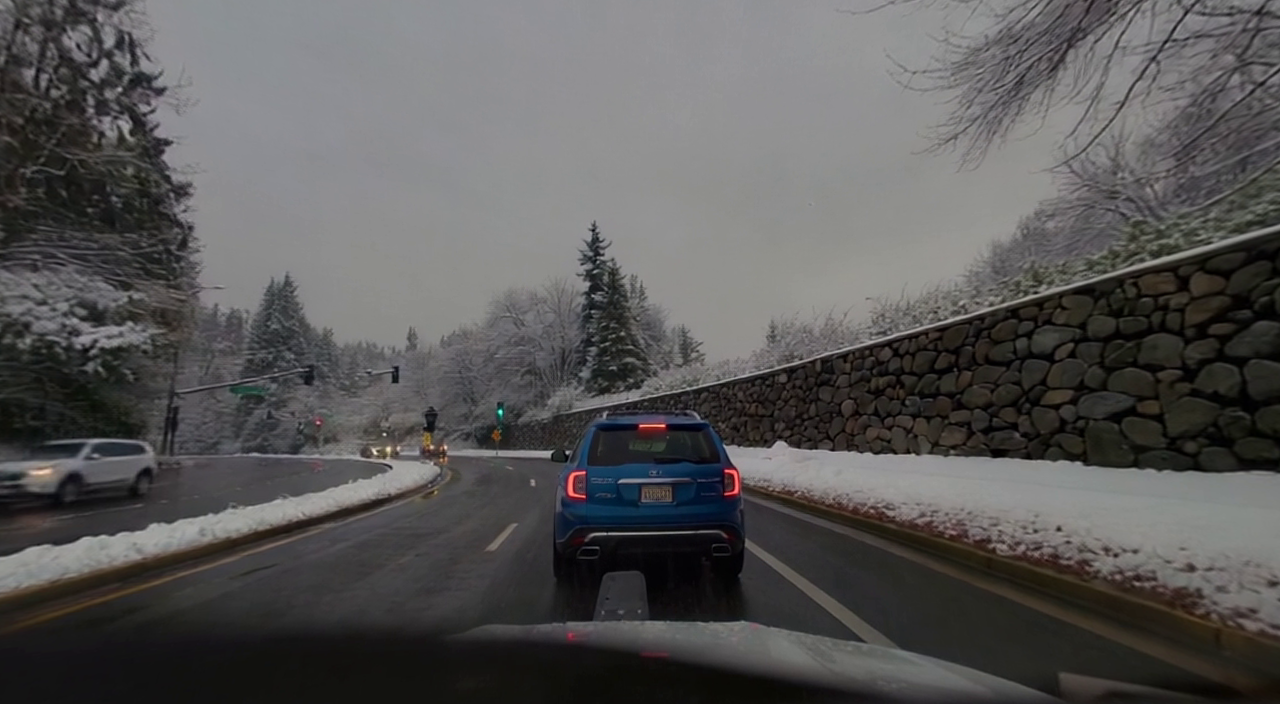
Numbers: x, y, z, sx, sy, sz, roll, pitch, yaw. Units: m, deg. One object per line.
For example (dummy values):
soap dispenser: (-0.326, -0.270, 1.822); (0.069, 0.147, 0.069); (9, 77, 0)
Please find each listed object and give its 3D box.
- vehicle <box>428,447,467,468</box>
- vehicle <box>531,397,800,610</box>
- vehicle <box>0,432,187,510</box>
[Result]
vehicle: (-14.529, 7.885, 47.508); (2.023, 1.474, 4.286); (4, -9, -27)
vehicle: (0.040, 1.586, 7.563); (2.287, 1.762, 4.269); (1, -8, -5)
vehicle: (-14.150, 2.954, 16.157); (2.317, 1.695, 4.538); (1, -9, -10)
